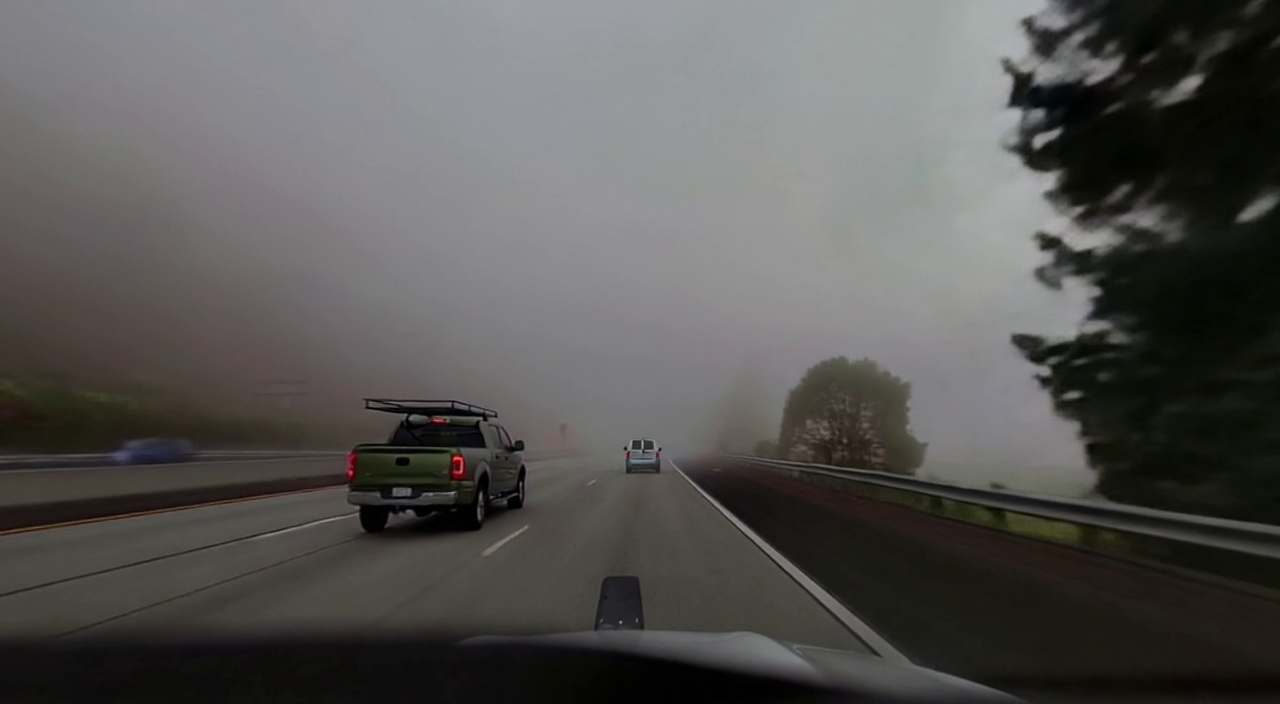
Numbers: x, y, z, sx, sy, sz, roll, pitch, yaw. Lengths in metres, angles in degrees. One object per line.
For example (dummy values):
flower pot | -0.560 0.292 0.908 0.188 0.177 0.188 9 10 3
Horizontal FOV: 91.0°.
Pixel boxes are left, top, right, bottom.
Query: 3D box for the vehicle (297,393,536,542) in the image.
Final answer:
vehicle | -3.365 1.895 10.839 2.250 1.947 4.860 0 -9 1

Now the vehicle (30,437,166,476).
vehicle | -24.668 4.769 28.948 2.163 1.584 4.498 0 -9 2

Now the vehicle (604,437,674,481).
vehicle | 0.038 4.515 26.987 2.715 1.669 5.163 0 -9 1
